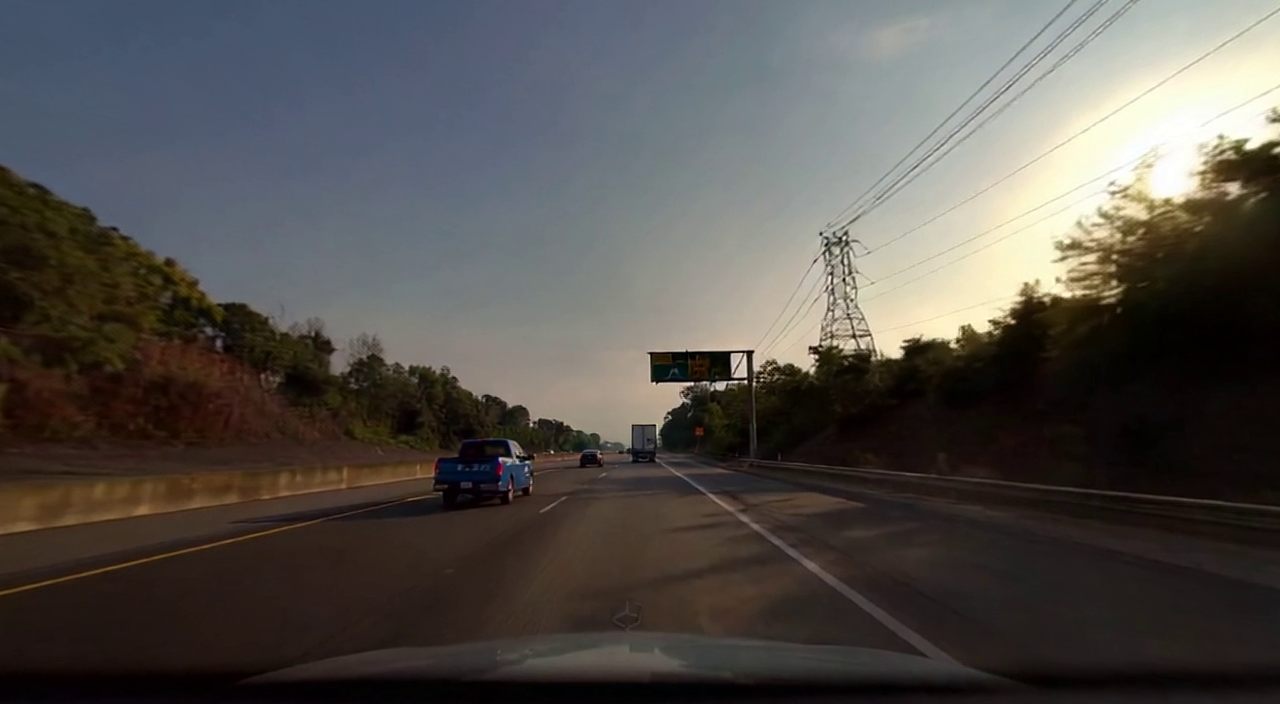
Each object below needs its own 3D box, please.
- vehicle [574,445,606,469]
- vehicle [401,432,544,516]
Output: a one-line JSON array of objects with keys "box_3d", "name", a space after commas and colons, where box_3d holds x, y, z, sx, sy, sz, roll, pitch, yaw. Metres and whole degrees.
[{"box_3d": [-3.842, 8.182, 49.246, 2.111, 1.735, 4.066, 0, -9, 1], "name": "vehicle"}, {"box_3d": [-3.830, 2.879, 15.484, 2.049, 1.697, 4.998, 0, -9, 1], "name": "vehicle"}]
